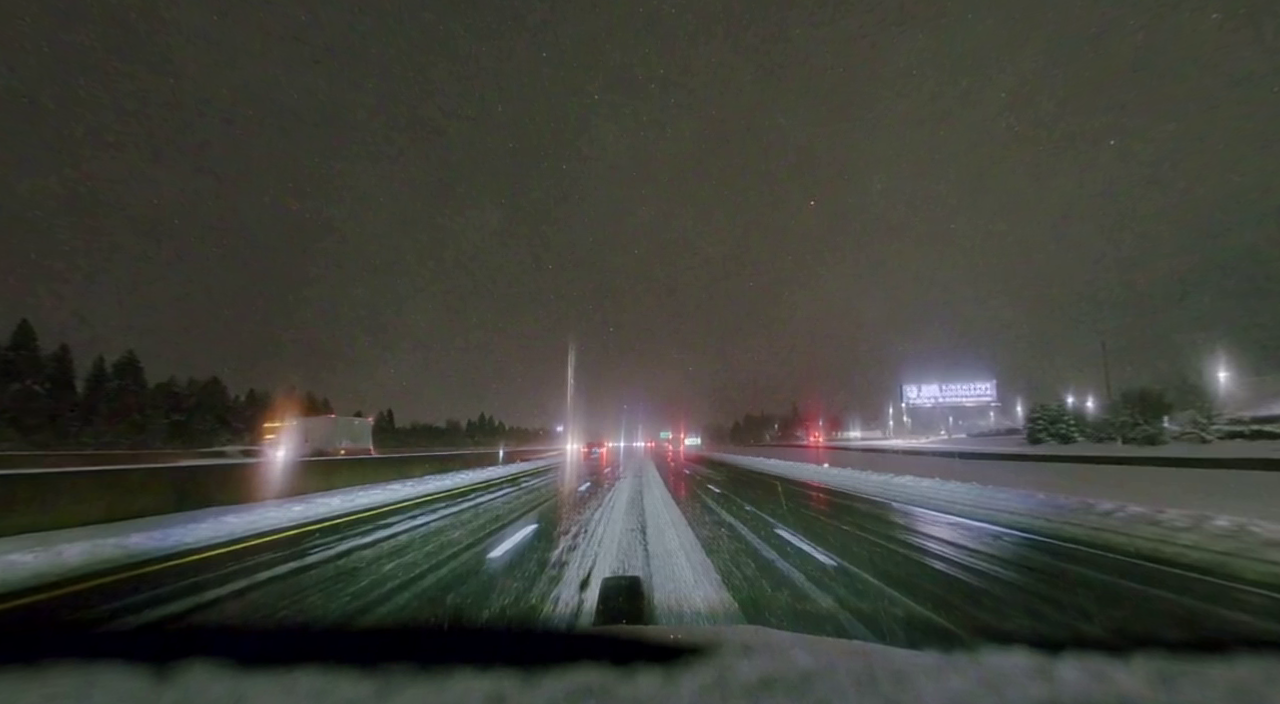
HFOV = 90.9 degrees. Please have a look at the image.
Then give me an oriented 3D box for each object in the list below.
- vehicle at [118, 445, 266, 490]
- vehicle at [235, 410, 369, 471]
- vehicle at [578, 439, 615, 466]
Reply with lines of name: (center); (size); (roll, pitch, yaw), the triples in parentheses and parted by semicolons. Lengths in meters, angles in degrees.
vehicle: (-16.275, 4.180, 23.285); (2.051, 1.469, 4.569); (0, -8, 0)
vehicle: (-24.363, 6.567, 46.623); (3.300, 3.947, 11.672); (0, -8, 0)
vehicle: (-2.976, 7.002, 44.077); (2.319, 1.738, 4.355); (0, -8, 0)
